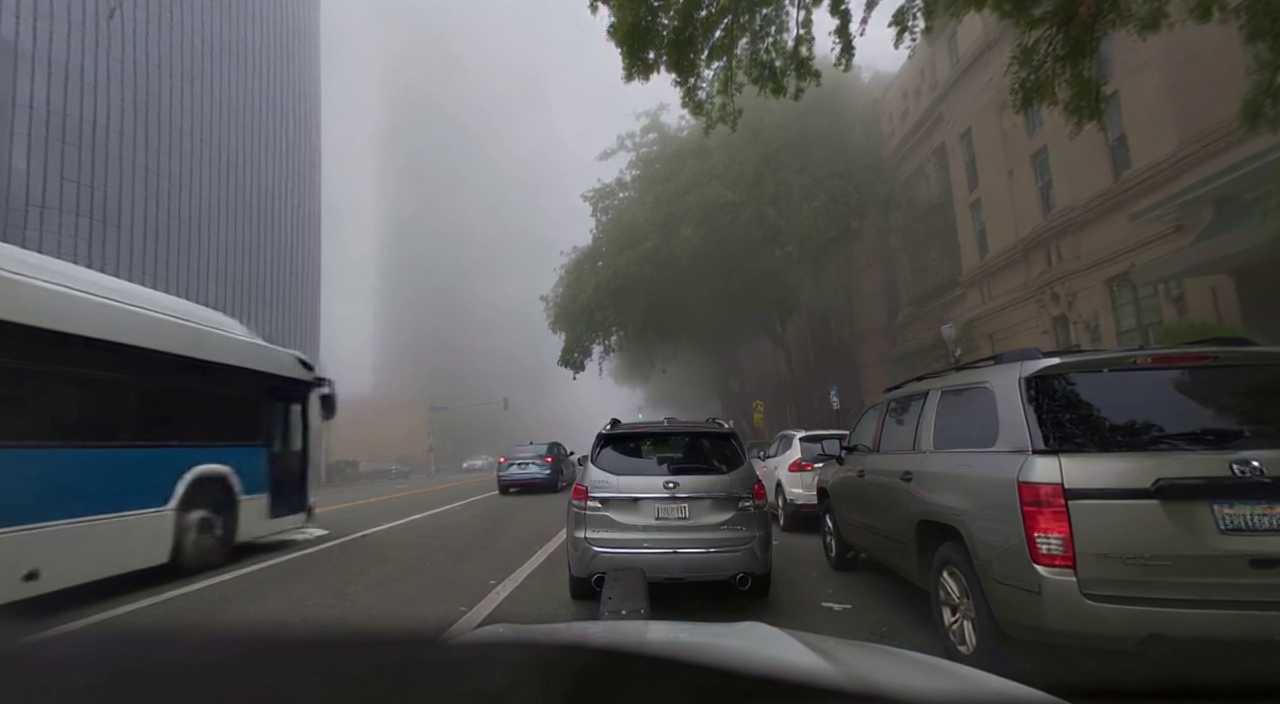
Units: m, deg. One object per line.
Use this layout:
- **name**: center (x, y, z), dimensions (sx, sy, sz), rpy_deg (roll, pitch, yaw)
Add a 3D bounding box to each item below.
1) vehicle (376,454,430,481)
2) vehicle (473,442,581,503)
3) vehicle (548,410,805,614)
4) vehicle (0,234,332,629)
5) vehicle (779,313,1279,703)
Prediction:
- **vehicle**: center (-16.272, 7.948, 43.519), dimensions (1.887, 1.709, 4.403), rpy_deg (0, -9, 2)
- **vehicle**: center (-2.996, 3.307, 17.848), dimensions (2.088, 1.483, 4.708), rpy_deg (0, -9, 1)
- **vehicle**: center (0.233, 1.546, 6.889), dimensions (2.045, 1.608, 3.573), rpy_deg (0, -9, -2)
- **vehicle**: center (-6.988, 0.714, 5.634), dimensions (3.152, 3.309, 10.159), rpy_deg (0, -9, 1)
- **vehicle**: center (2.754, 1.110, 5.000), dimensions (2.117, 1.855, 4.794), rpy_deg (0, -9, -1)
